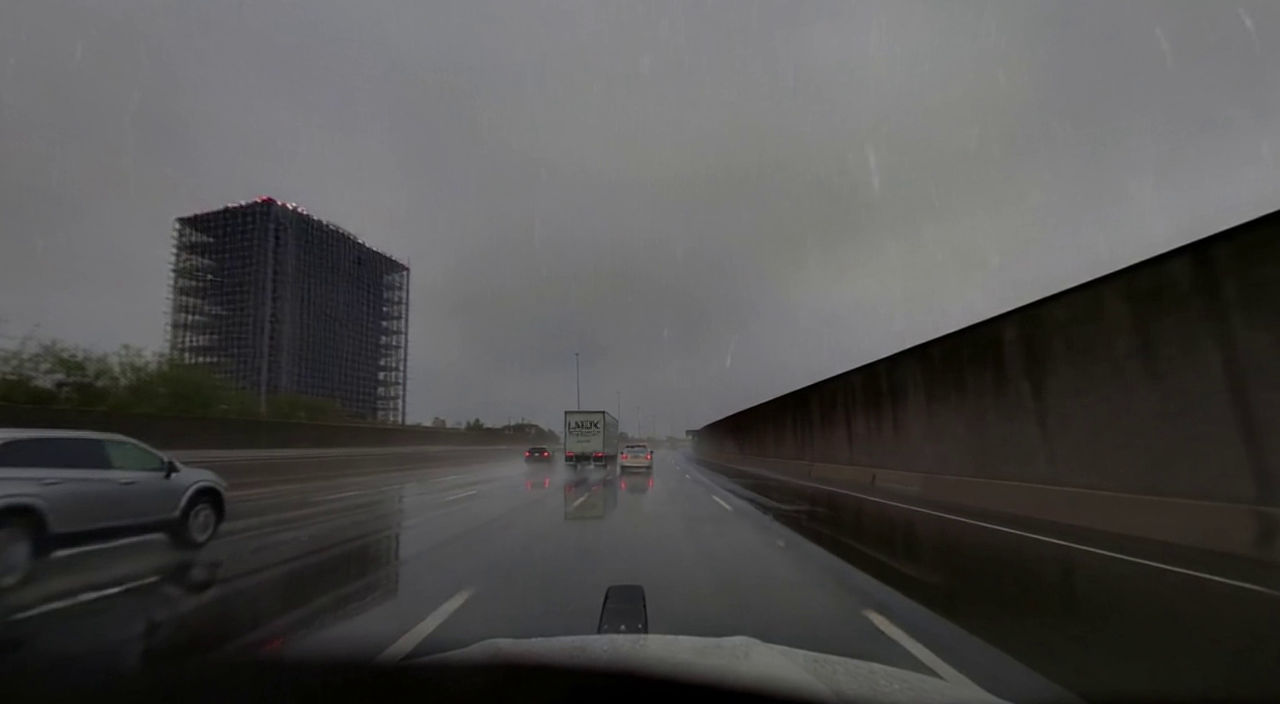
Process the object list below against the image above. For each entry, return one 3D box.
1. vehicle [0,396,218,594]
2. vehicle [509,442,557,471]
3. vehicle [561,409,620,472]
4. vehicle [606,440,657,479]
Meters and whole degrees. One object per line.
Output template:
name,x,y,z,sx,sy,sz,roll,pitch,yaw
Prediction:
vehicle,-6.972,1.331,5.924,2.401,1.759,5.126,0,-9,0
vehicle,-6.533,6.435,38.983,2.124,1.674,4.541,0,-9,1
vehicle,-2.874,5.581,39.386,2.794,3.460,8.595,0,-9,1
vehicle,-0.382,4.839,28.527,2.168,1.597,3.615,0,-9,-1
